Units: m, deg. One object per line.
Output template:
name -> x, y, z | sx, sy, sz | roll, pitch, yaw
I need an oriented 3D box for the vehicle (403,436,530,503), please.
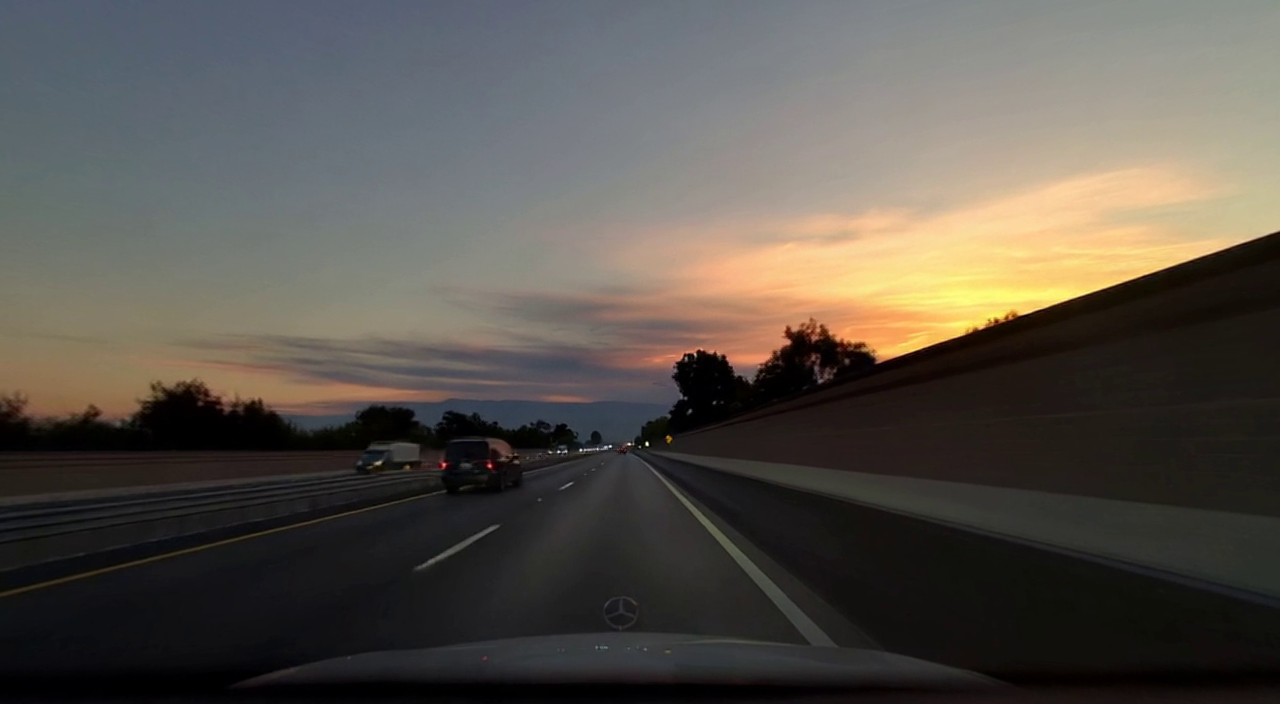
vehicle -> -4.528, 3.142, 17.257 | 2.139, 1.577, 4.546 | 0, -9, 0

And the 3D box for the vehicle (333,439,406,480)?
vehicle -> -17.856, 7.134, 41.883 | 2.364, 2.485, 5.546 | 0, -9, 0
